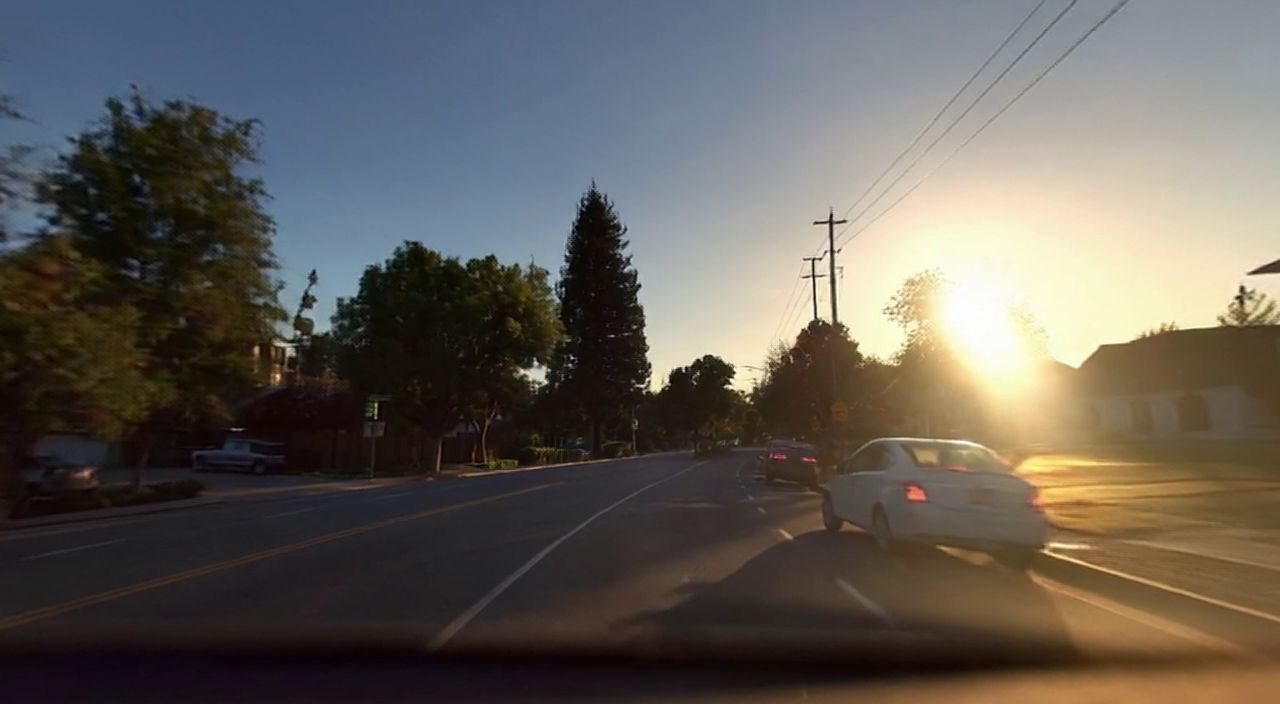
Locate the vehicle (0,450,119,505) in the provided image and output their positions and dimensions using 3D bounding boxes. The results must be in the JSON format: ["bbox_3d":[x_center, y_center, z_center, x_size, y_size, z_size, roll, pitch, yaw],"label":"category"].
[{"bbox_3d":[-19.022,3.851,19.663,4.284,1.549,1.828,-1,-8,9],"label":"vehicle"}]

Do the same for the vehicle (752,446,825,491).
[{"bbox_3d":[5.281,4.165,23.077,1.993,1.457,4.599,-1,-8,6],"label":"vehicle"}]

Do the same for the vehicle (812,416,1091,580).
[{"bbox_3d":[4.042,1.931,9.235,1.989,1.782,4.351,0,-8,3],"label":"vehicle"}]

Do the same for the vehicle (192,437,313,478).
[{"bbox_3d":[-20.718,5.621,33.896,5.134,2.110,2.040,0,-8,3],"label":"vehicle"}]
